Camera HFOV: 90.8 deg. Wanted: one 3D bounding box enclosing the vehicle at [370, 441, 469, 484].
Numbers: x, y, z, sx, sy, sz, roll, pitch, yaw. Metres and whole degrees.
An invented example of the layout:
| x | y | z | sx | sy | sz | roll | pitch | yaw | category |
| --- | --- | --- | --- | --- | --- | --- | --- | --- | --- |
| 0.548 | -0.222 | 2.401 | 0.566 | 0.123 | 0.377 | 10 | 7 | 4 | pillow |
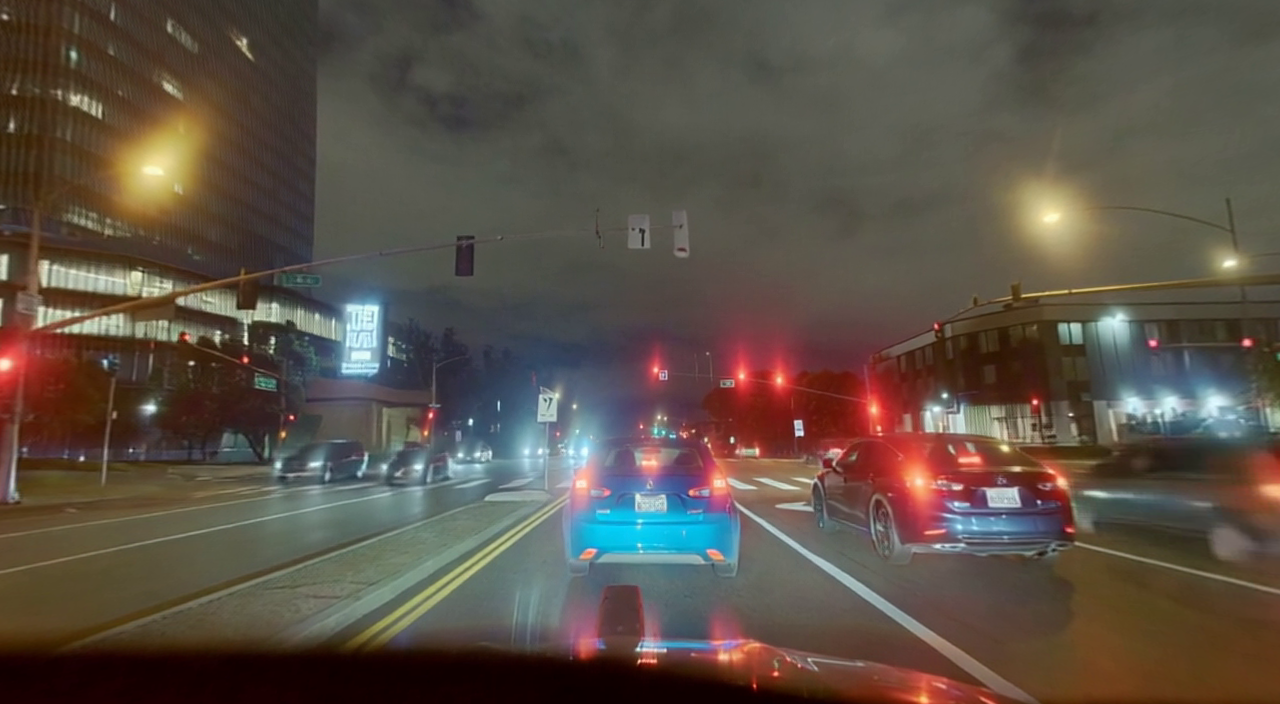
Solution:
| x | y | z | sx | sy | sz | roll | pitch | yaw | category |
| --- | --- | --- | --- | --- | --- | --- | --- | --- | --- |
| -8.308 | 4.187 | 24.294 | 2.090 | 1.475 | 4.616 | 0 | -9 | 1 | vehicle |

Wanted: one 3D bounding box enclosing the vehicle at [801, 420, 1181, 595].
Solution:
| x | y | z | sx | sy | sz | roll | pitch | yaw | category |
| --- | --- | --- | --- | --- | --- | --- | --- | --- | --- |
| 3.623 | 1.686 | 7.783 | 2.018 | 1.491 | 4.544 | 0 | -9 | -1 | vehicle |

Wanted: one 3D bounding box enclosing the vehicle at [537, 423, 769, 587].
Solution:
| x | y | z | sx | sy | sz | roll | pitch | yaw | category |
| --- | --- | --- | --- | --- | --- | --- | --- | --- | --- |
| 0.098 | 1.688 | 7.781 | 2.087 | 1.468 | 4.014 | 0 | -9 | -1 | vehicle |

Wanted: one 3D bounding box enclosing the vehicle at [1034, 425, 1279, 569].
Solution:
| x | y | z | sx | sy | sz | roll | pitch | yaw | category |
| --- | --- | --- | --- | --- | --- | --- | --- | --- | --- |
| 7.972 | 1.856 | 8.706 | 1.999 | 1.562 | 4.675 | 0 | -9 | -1 | vehicle |

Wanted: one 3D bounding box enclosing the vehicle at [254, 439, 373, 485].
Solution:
| x | y | z | sx | sy | sz | roll | pitch | yaw | category |
| --- | --- | --- | --- | --- | --- | --- | --- | --- | --- |
| -12.678 | 4.289 | 24.967 | 2.166 | 1.659 | 4.654 | 0 | -9 | 1 | vehicle |

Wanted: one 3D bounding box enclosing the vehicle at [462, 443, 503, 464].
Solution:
| x | y | z | sx | sy | sz | roll | pitch | yaw | category |
| --- | --- | --- | --- | --- | --- | --- | --- | --- | --- |
| -11.699 | 7.558 | 47.240 | 1.922 | 1.466 | 4.422 | 0 | -9 | 0 | vehicle |

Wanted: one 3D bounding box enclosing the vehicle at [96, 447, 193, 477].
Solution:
| x | y | z | sx | sy | sz | roll | pitch | yaw | category |
| --- | --- | --- | --- | --- | --- | --- | --- | --- | --- |
| -26.685 | 5.908 | 34.106 | 3.657 | 1.528 | 1.783 | 1 | -9 | -4 | vehicle |
